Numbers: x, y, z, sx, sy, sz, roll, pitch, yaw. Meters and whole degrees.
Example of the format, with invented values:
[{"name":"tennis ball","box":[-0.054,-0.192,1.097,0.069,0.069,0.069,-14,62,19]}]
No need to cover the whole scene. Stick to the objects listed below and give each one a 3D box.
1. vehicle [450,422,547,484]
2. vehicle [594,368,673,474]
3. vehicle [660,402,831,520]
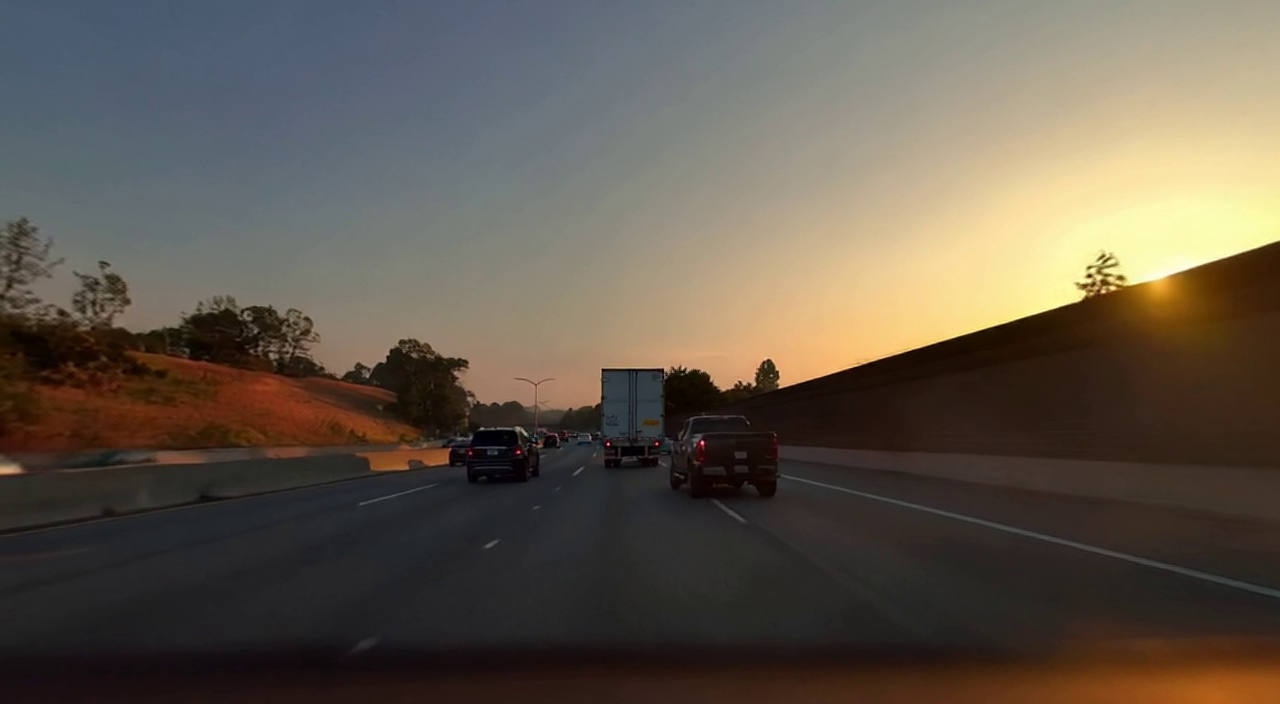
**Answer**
[{"name":"vehicle","box":[-4.382,3.186,20.229,2.134,1.752,4.375,0,-8,0]},{"name":"vehicle","box":[-0.546,3.245,28.660,2.904,3.915,10.473,0,-8,-3]},{"name":"vehicle","box":[1.756,2.055,12.462,2.118,1.832,4.901,1,-8,-5]}]
